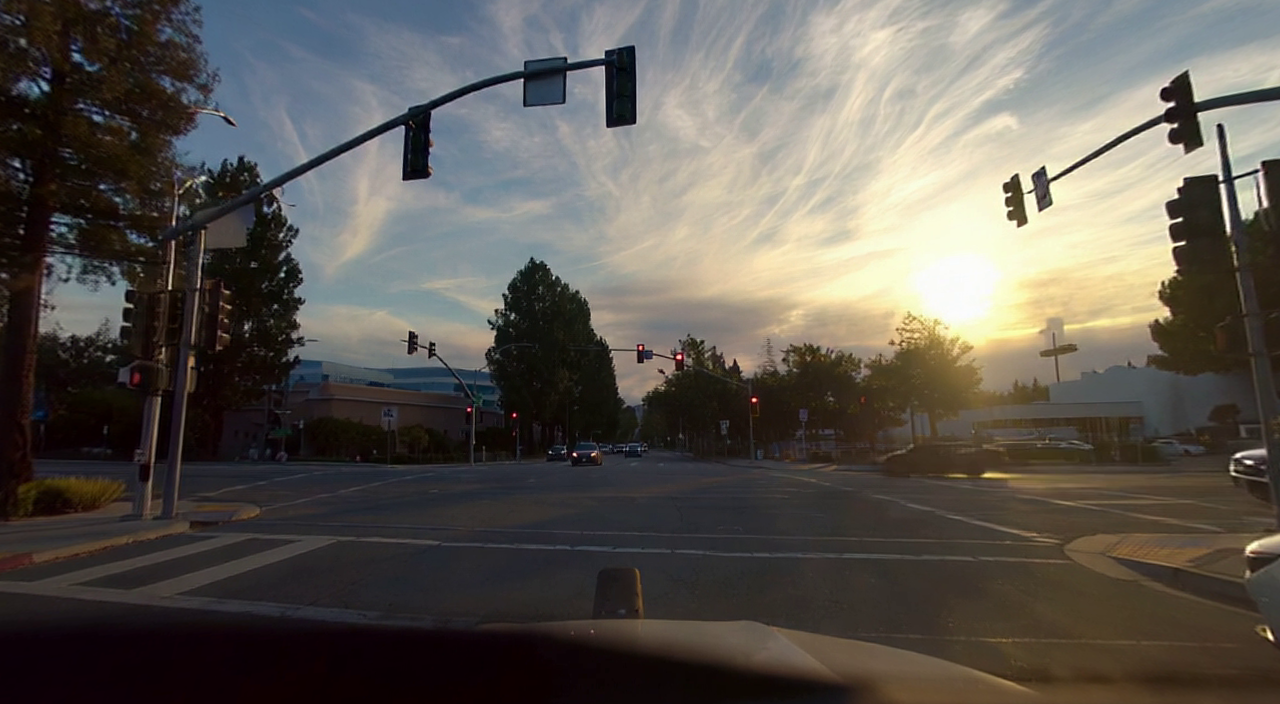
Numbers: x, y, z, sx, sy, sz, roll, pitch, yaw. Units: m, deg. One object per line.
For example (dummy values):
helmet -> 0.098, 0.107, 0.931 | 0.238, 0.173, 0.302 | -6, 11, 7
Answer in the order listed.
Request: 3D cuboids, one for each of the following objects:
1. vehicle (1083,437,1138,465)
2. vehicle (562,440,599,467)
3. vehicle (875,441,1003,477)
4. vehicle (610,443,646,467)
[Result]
vehicle -> 26.970, 5.658, 36.148 | 2.092, 1.474, 4.046 | -8, -11, 41
vehicle -> -4.106, 7.106, 44.320 | 2.251, 1.756, 4.610 | 0, -9, -2
vehicle -> 12.636, 4.552, 27.031 | 4.628, 1.414, 1.897 | -3, -9, 17
vehicle -> -0.852, 6.831, 42.006 | 2.056, 1.492, 3.937 | 1, -9, -6
